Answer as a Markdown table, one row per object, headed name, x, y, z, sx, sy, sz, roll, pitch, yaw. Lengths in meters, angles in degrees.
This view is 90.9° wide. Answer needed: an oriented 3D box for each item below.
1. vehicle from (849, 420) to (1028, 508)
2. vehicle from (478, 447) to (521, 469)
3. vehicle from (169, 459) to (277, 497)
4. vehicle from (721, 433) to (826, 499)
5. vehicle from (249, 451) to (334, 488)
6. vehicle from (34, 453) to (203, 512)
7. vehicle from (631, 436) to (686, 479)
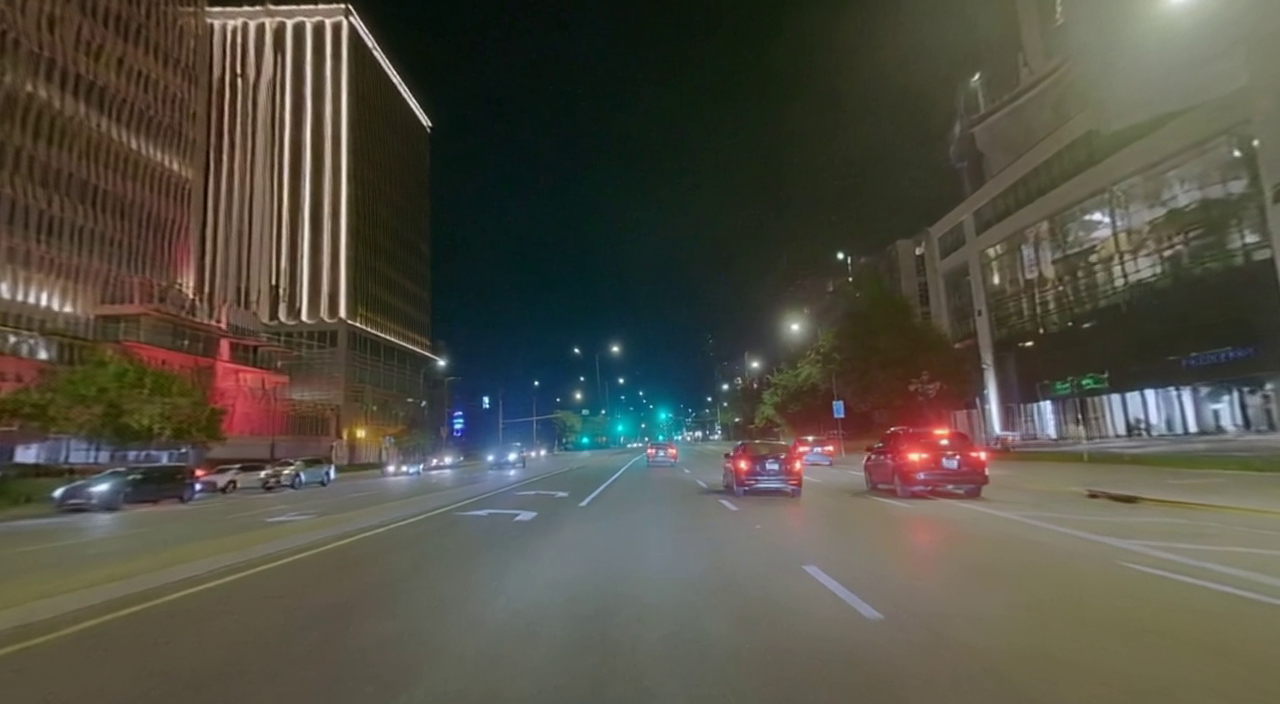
| name | x | y | z | sx | sy | sz | roll | pitch | yaw |
| --- | --- | --- | --- | --- | --- | --- | --- | --- | --- |
| vehicle | 6.881 | 2.630 | 15.248 | 1.963 | 1.783 | 4.722 | 0 | -8 | -1 |
| vehicle | -10.261 | 7.788 | 46.389 | 1.941 | 1.477 | 4.482 | -1 | -8 | 2 |
| vehicle | -18.167 | 5.486 | 27.734 | 1.716 | 1.412 | 4.335 | 0 | -8 | 1 |
| vehicle | 3.582 | 3.150 | 17.866 | 1.931 | 1.591 | 4.708 | 0 | -8 | 0 |
| vehicle | -18.004 | 6.062 | 32.840 | 1.847 | 1.730 | 4.530 | 0 | -8 | 0 |
| vehicle | -18.075 | 4.489 | 22.225 | 1.954 | 1.779 | 4.635 | 0 | -8 | 0 |
| vehicle | 0.709 | 4.390 | 26.443 | 2.125 | 1.669 | 3.880 | 0 | -8 | 0 |
